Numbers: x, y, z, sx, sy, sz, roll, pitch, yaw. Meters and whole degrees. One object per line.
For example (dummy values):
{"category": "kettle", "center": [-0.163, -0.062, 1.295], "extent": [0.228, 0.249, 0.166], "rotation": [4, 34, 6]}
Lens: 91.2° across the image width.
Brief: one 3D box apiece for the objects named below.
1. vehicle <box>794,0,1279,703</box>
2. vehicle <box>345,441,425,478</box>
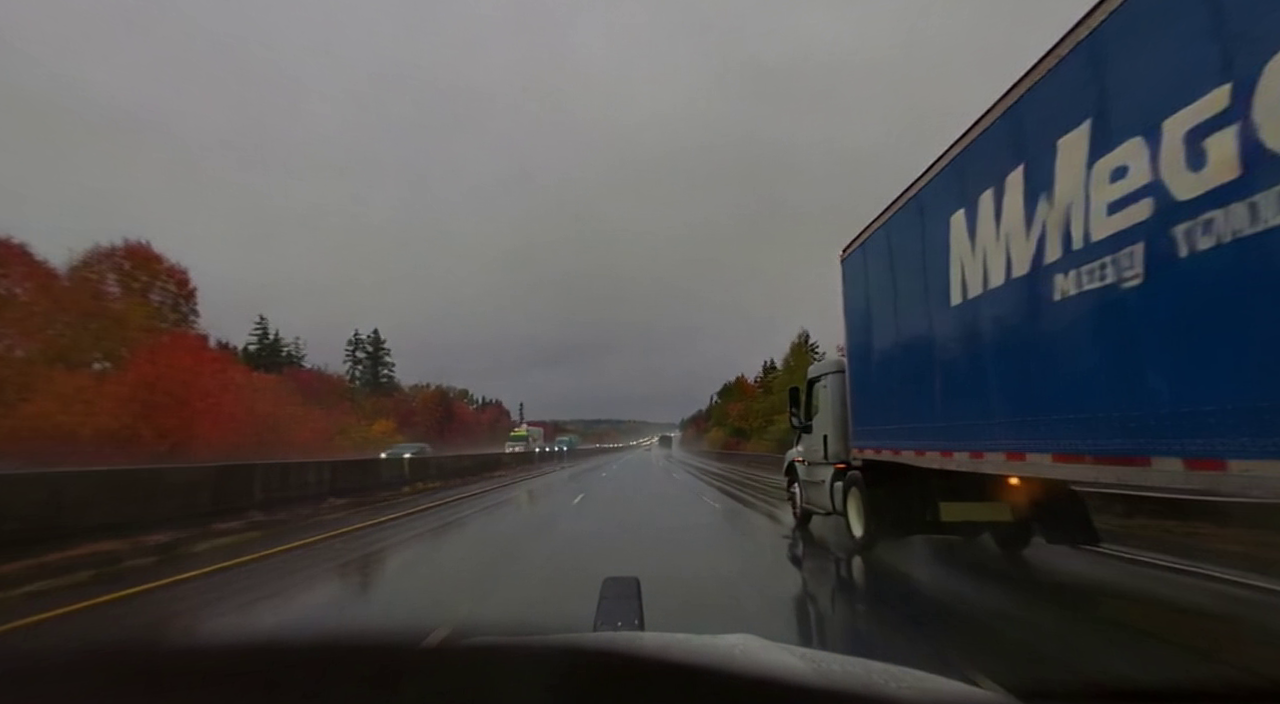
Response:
{"category": "vehicle", "center": [4.146, -0.352, 1.844], "extent": [3.003, 3.880, 16.814], "rotation": [0, -9, -1]}
{"category": "vehicle", "center": [-11.984, 5.084, 29.816], "extent": [1.931, 1.603, 4.362], "rotation": [0, -9, 0]}
